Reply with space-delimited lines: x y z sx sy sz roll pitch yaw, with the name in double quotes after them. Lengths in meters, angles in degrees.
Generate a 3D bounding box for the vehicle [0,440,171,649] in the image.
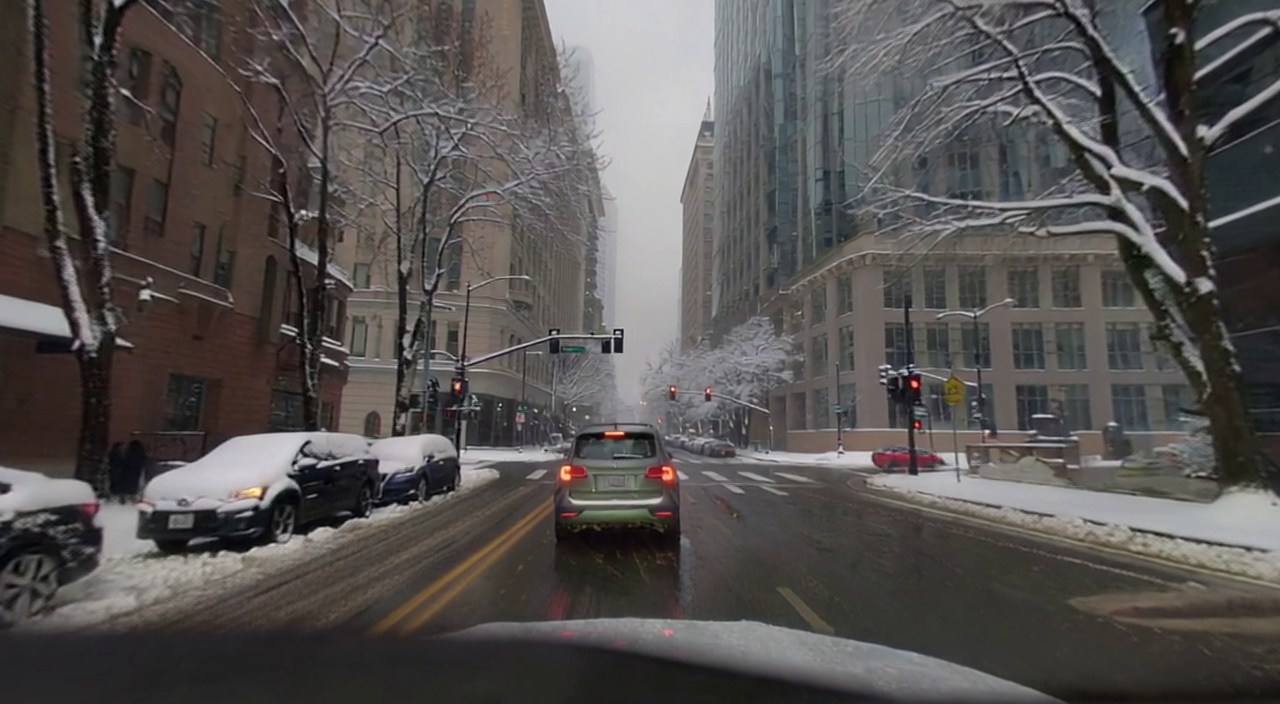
-5.557 1.266 3.777 1.841 1.466 4.364 -1 -9 6 "vehicle"

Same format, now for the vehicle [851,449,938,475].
15.992 6.904 39.795 4.638 1.555 1.824 0 -9 -3 "vehicle"

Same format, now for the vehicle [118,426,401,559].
-5.770 2.153 10.465 1.904 1.684 4.529 0 -9 -1 "vehicle"

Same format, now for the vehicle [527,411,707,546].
-0.267 1.898 10.009 2.258 1.687 3.934 0 -9 1 "vehicle"
